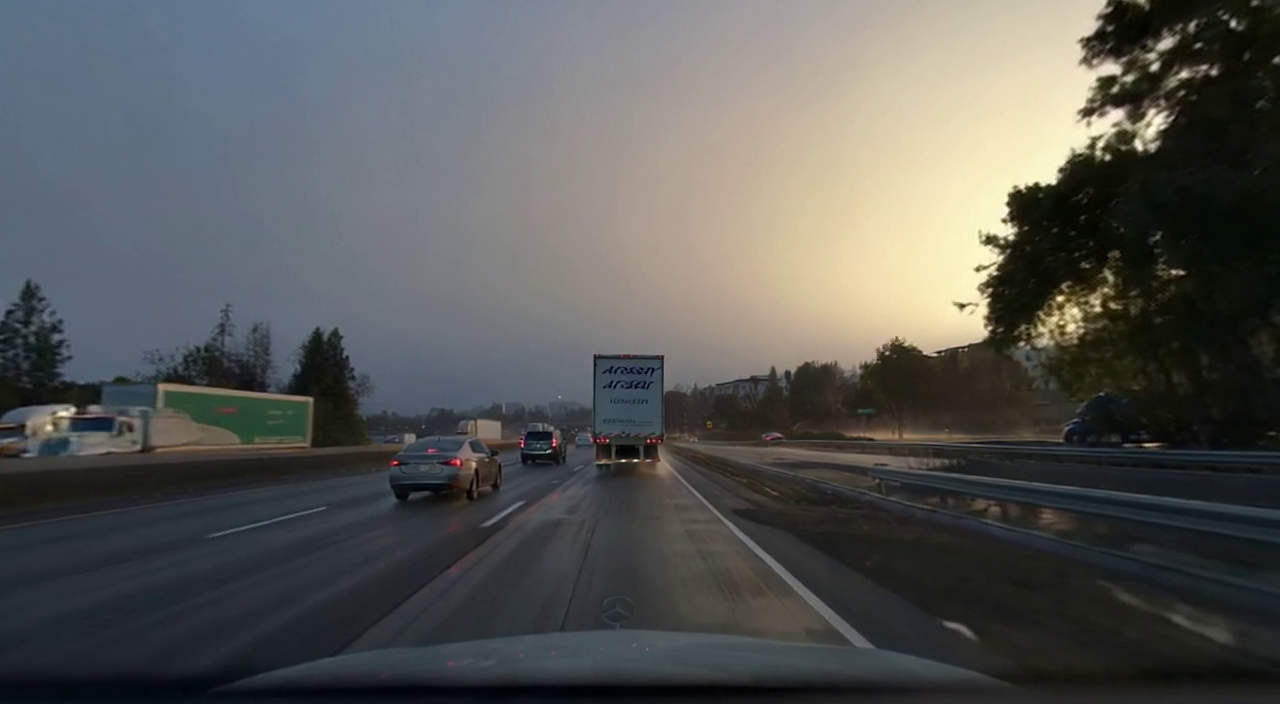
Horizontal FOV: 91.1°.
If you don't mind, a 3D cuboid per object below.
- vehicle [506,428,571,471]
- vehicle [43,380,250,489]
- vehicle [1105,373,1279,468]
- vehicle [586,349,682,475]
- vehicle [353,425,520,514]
[{"bbox_3d":[-4.003,3.908,25.435,1.946,1.599,4.073,0,-8,0],"label":"vehicle"},{"bbox_3d":[-19.139,3.256,25.027,3.004,3.780,6.115,-1,-7,2],"label":"vehicle"},{"bbox_3d":[18.836,2.349,20.980,2.432,2.753,5.388,0,-8,0],"label":"vehicle"},{"bbox_3d":[-0.316,2.708,26.450,3.171,4.204,11.036,0,-8,-1],"label":"vehicle"},{"bbox_3d":[-3.888,2.298,12.933,1.964,1.507,4.361,0,-8,0],"label":"vehicle"}]
